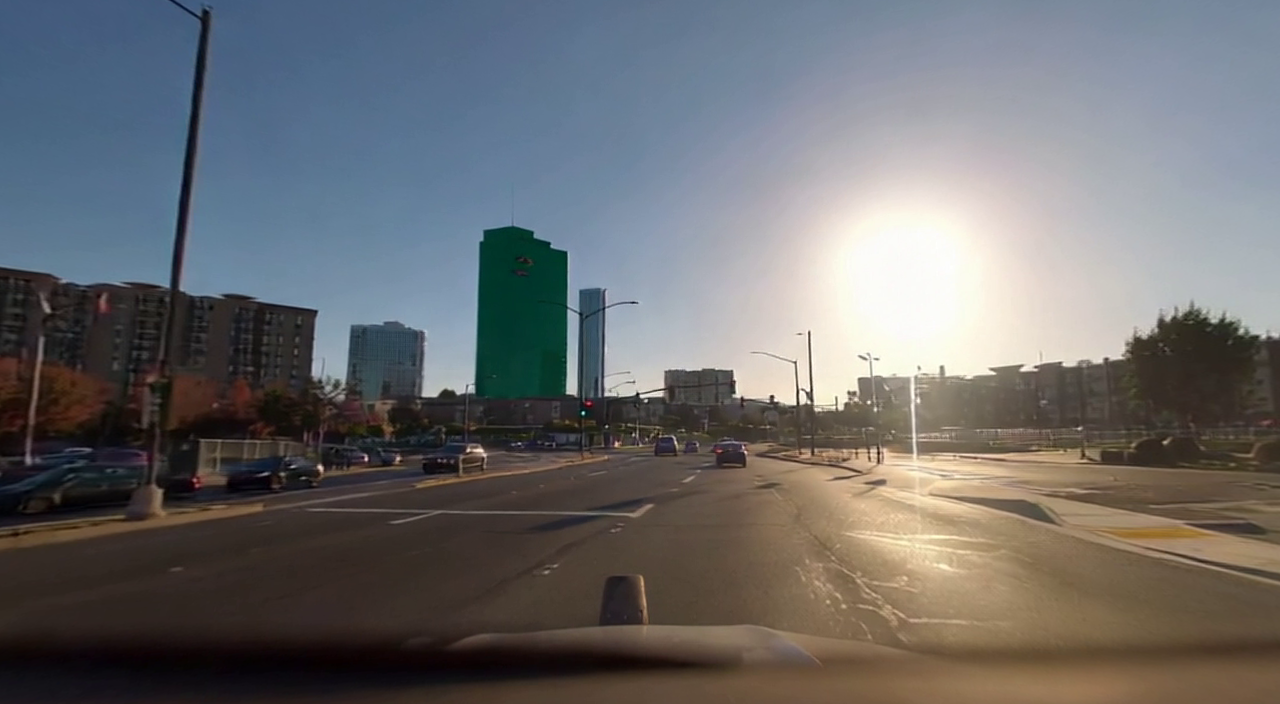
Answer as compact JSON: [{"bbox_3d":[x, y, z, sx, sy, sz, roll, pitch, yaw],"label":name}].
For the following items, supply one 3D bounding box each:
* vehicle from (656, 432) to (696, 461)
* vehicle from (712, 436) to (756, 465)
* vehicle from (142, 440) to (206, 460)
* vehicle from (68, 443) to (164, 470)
[{"bbox_3d":[2.310,5.901,39.331,2.031,1.692,4.284,-1,-8,9],"label":"vehicle"},{"bbox_3d":[5.002,5.317,34.093,2.041,1.444,4.710,-1,-8,4],"label":"vehicle"},{"bbox_3d":[-35.615,7.487,48.220,3.833,1.487,1.764,-2,-9,13],"label":"vehicle"},{"bbox_3d":[-30.784,6.097,37.023,4.431,1.510,1.947,-2,-9,13],"label":"vehicle"}]
